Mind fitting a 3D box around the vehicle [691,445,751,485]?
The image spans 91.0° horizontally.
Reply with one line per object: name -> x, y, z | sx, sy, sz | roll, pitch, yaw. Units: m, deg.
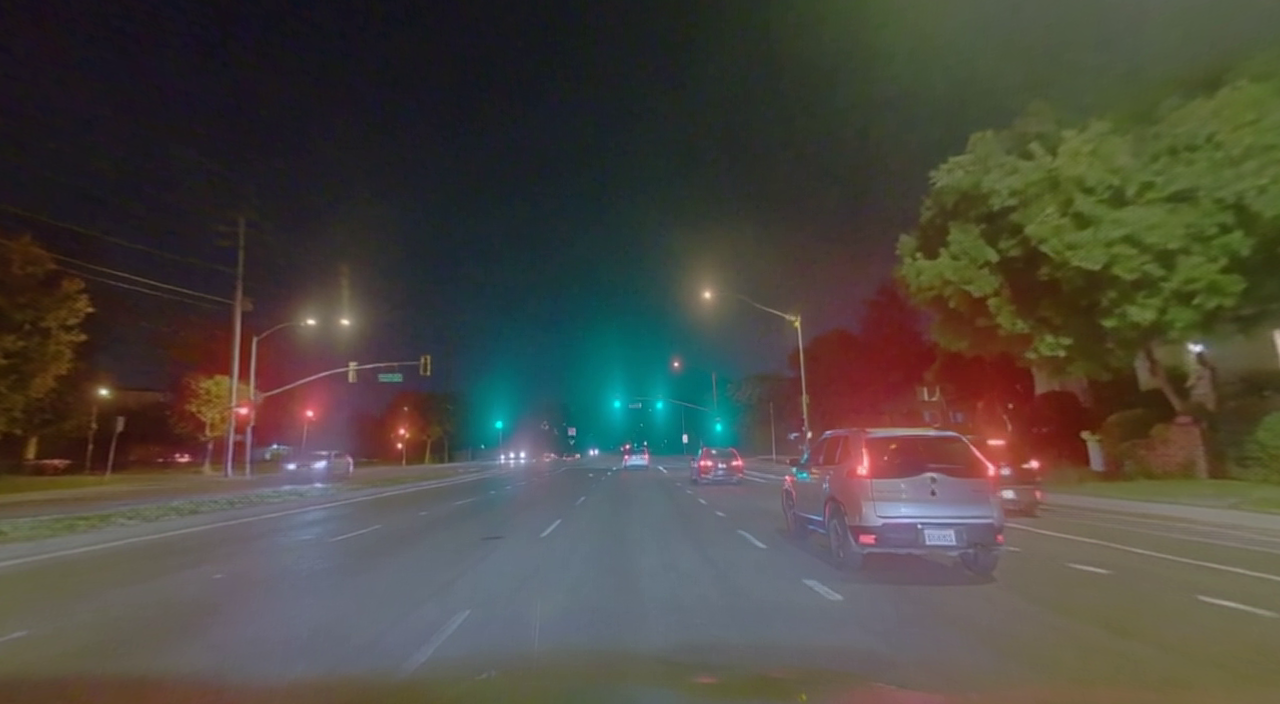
vehicle -> 3.196, 4.540, 25.617 | 1.889, 1.451, 4.180 | 0, -9, 0

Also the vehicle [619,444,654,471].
vehicle -> -0.258, 6.850, 41.066 | 2.146, 1.685, 4.003 | 0, -9, -1

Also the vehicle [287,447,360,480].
vehicle -> -18.823, 6.630, 37.691 | 2.071, 1.746, 4.444 | -2, -9, -1

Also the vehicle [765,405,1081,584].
vehicle -> 3.269, 1.763, 8.620 | 2.129, 1.761, 4.610 | 0, -9, -1
